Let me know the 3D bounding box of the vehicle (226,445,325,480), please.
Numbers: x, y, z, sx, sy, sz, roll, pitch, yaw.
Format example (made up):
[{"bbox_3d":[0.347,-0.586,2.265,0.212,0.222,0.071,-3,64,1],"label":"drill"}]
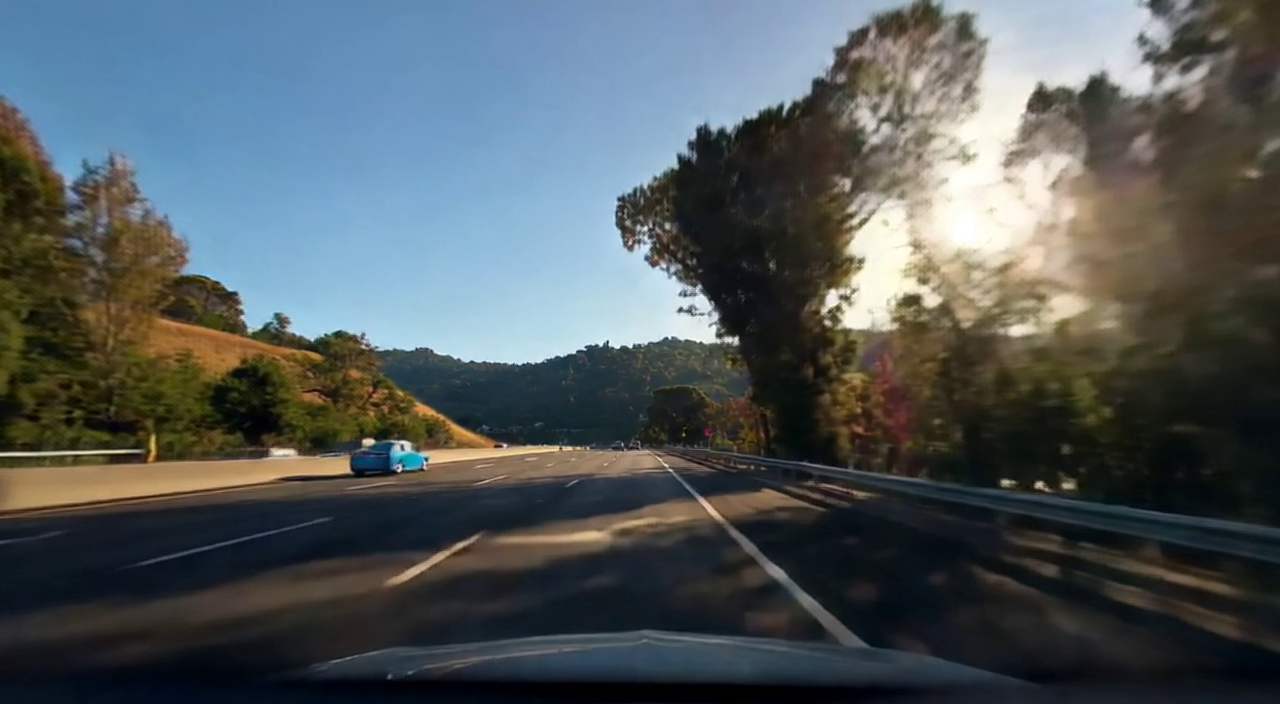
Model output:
[{"bbox_3d":[-16.755,5.067,29.292,1.894,1.461,4.442,0,-8,1],"label":"vehicle"}]

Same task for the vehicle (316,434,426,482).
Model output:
[{"bbox_3d":[-10.701,4.251,25.611,2.152,1.753,4.972,0,-8,1],"label":"vehicle"}]
